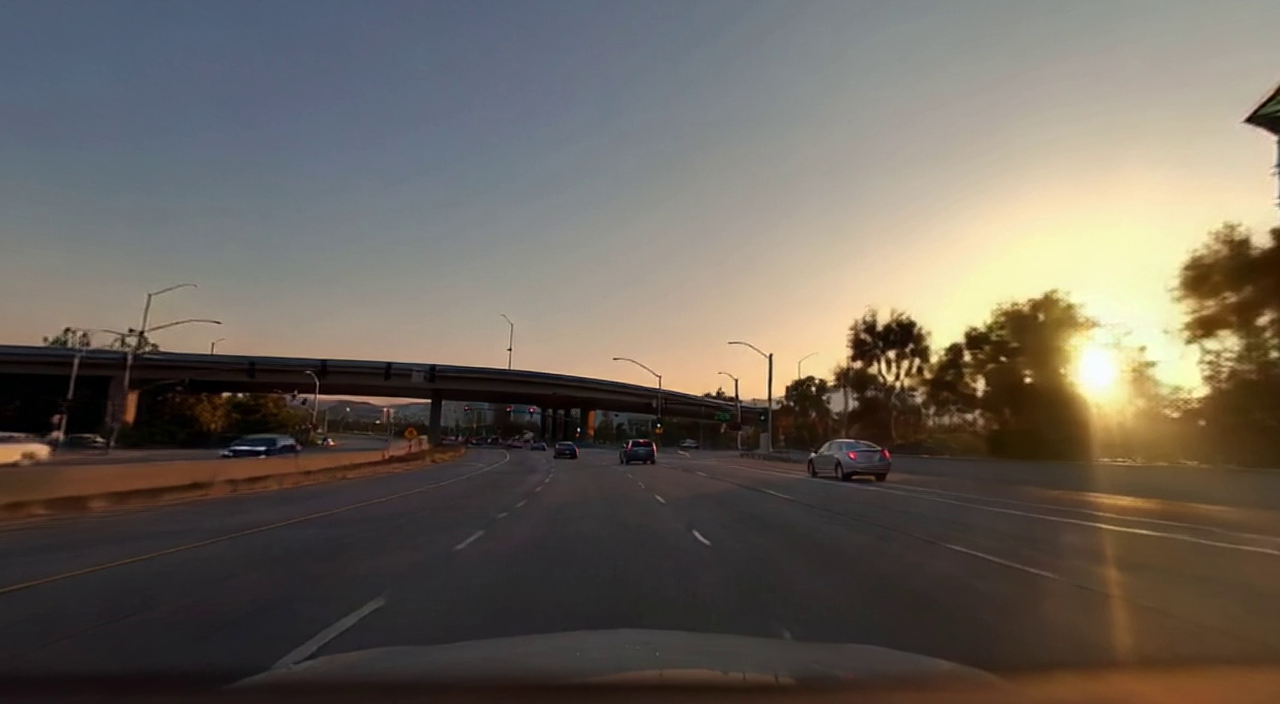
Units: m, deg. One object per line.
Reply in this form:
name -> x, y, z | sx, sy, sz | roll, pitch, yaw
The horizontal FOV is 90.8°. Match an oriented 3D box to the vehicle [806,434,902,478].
vehicle -> 9.064, 4.441, 27.225 | 2.130, 1.741, 4.665 | 1, -8, -5

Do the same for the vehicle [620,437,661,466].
vehicle -> -0.038, 6.182, 39.415 | 2.024, 1.724, 3.928 | 1, -9, -8

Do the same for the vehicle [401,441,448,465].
vehicle -> -15.495, 7.255, 45.703 | 2.399, 1.624, 4.585 | 1, -9, -8

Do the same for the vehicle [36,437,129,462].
vehicle -> -40.868, 7.182, 46.494 | 4.798, 1.639, 2.085 | 7, -10, -35

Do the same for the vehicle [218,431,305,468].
vehicle -> -19.702, 5.107, 33.174 | 2.089, 1.794, 4.766 | 1, -9, -7
